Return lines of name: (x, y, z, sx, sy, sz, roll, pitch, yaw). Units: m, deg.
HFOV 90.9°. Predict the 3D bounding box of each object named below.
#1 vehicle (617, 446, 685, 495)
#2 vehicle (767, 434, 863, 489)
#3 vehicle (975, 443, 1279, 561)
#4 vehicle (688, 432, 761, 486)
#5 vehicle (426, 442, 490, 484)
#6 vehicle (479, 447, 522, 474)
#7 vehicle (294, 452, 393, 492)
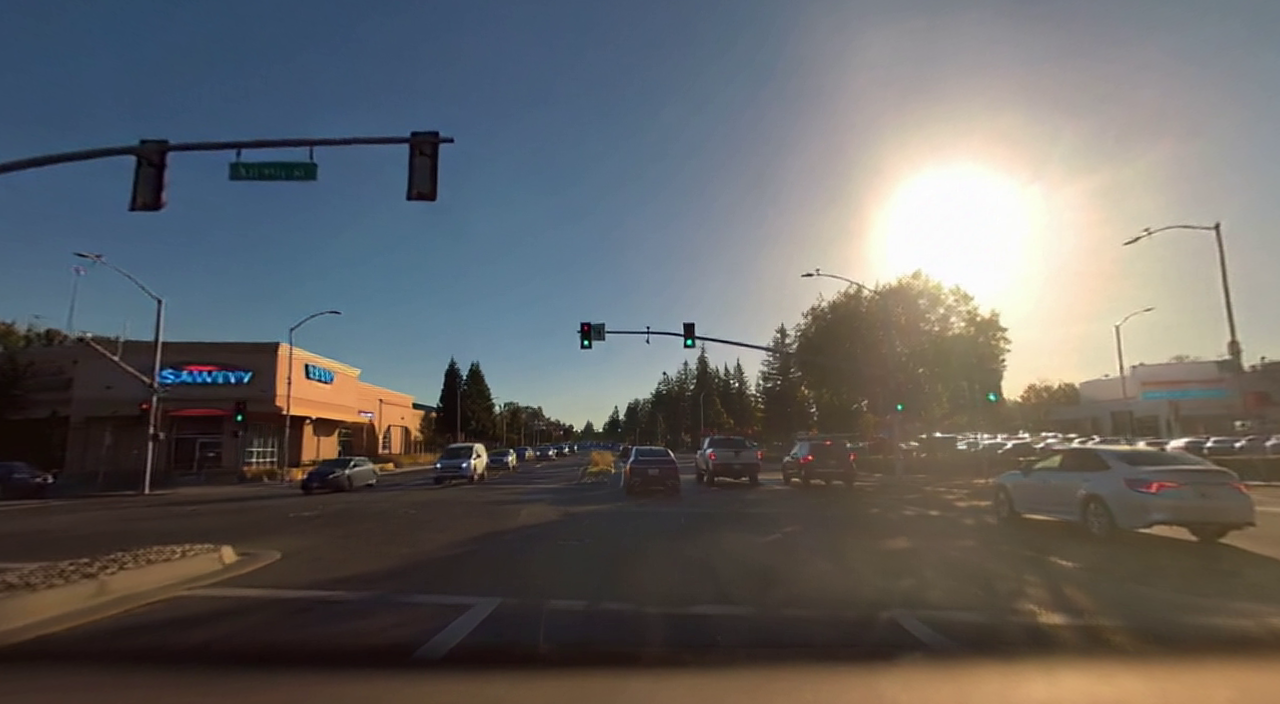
vehicle: (0.276, 3.838, 20.807, 2.038, 1.447, 3.756, 0, -8, -2)
vehicle: (7.022, 4.453, 26.061, 2.323, 2.009, 5.266, 0, -8, -2)
vehicle: (7.756, 2.264, 10.435, 1.905, 1.498, 4.463, 0, -8, -1)
vehicle: (3.559, 4.644, 27.756, 2.358, 2.116, 5.328, 0, -8, -2)
vehicle: (-8.385, 5.135, 29.465, 1.904, 1.789, 4.021, 0, -8, -2)
vehicle: (-8.949, 6.954, 40.763, 1.827, 1.602, 4.115, 0, -8, -1)
vehicle: (-12.580, 5.093, 27.199, 1.969, 1.486, 4.773, 0, -8, 0)
